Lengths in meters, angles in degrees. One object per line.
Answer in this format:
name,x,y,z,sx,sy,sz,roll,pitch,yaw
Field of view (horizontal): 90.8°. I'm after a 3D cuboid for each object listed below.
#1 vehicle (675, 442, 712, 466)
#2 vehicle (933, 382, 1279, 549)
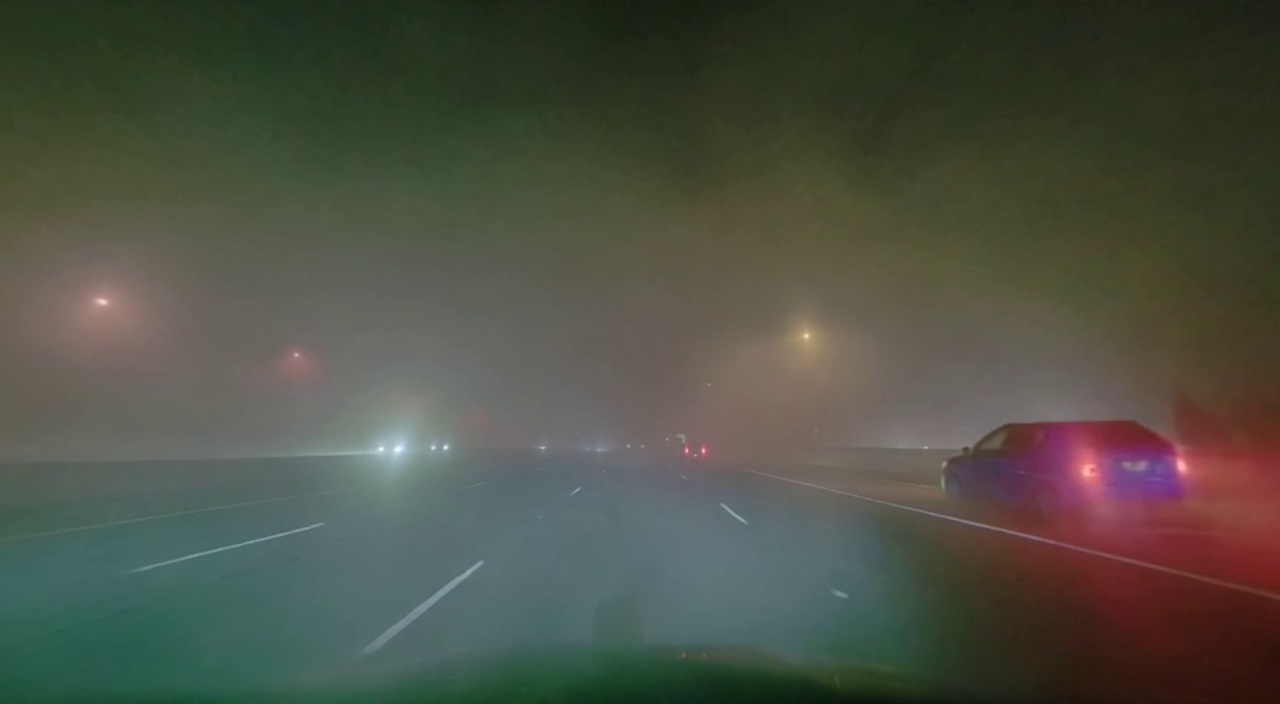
vehicle,3.464,6.712,41.761,2.000,1.533,3.770,0,-8,-1
vehicle,6.706,1.670,9.792,2.065,1.953,4.605,0,-8,0
